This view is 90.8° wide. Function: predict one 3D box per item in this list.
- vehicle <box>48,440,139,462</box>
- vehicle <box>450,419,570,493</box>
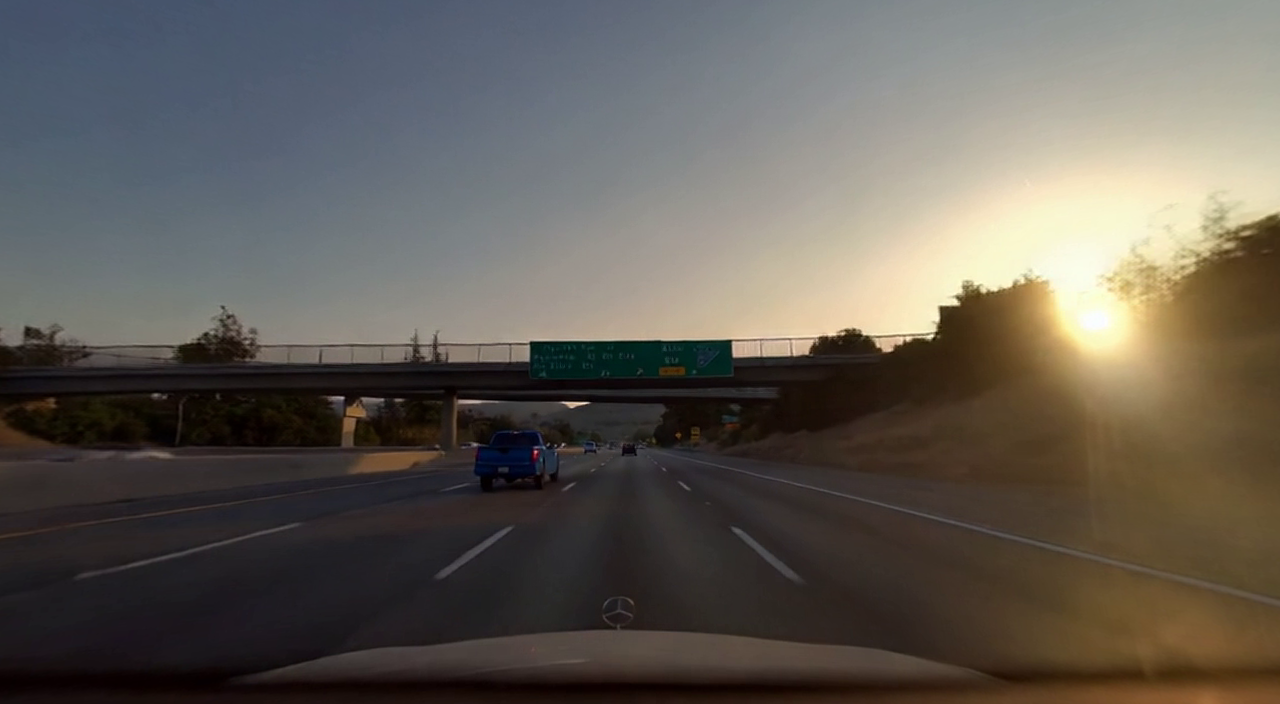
[{"bbox_3d":[-29.162,5.286,33.859,1.715,1.071,3.638,1,-7,-2],"label":"vehicle"},{"bbox_3d":[-3.937,3.307,20.506,2.529,2.003,5.904,0,-8,1],"label":"vehicle"}]
